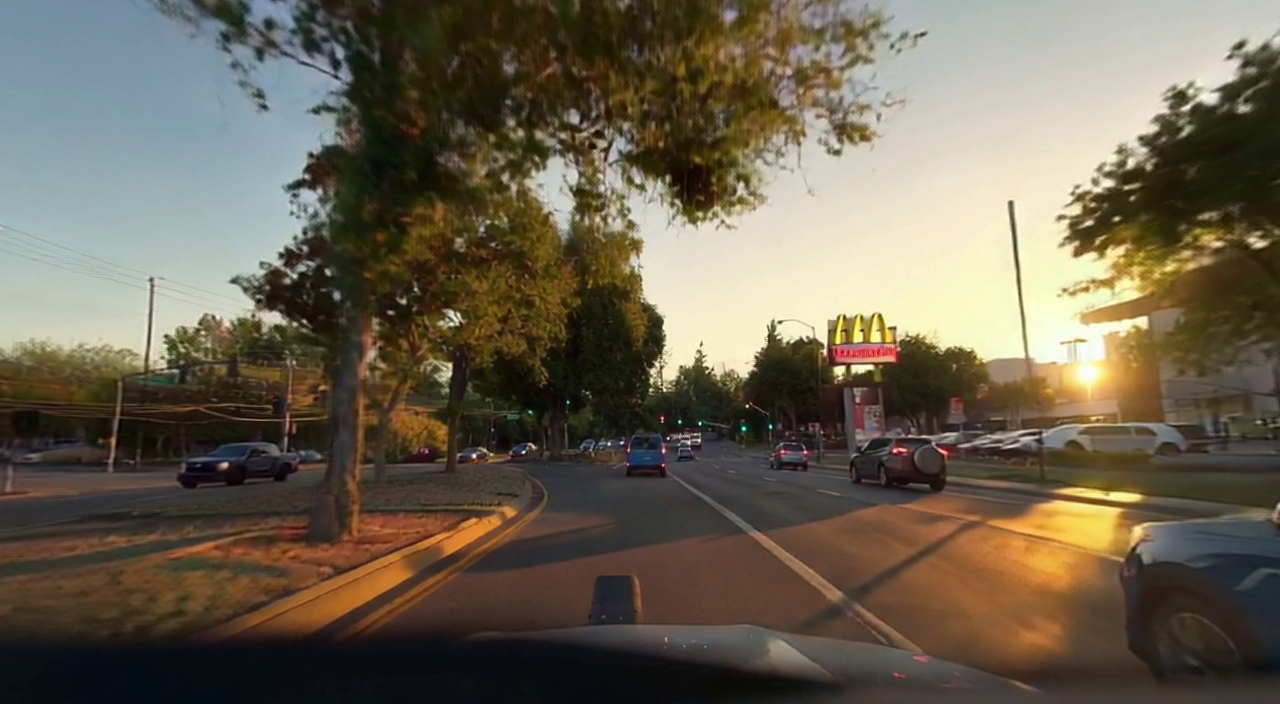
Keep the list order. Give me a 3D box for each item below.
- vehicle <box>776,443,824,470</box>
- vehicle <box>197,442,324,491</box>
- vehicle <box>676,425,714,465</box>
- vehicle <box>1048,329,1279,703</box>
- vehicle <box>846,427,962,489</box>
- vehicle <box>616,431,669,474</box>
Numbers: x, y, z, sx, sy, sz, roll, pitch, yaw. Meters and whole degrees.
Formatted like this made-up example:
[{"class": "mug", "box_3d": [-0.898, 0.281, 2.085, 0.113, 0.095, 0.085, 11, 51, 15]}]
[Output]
[{"class": "vehicle", "box_3d": [9.345, 6.106, 37.127, 1.879, 1.517, 4.006, 0, -8, 2]}, {"class": "vehicle", "box_3d": [-14.443, 4.370, 24.405, 2.136, 1.676, 4.371, -1, -9, 0]}, {"class": "vehicle", "box_3d": [3.774, 6.528, 44.371, 2.239, 2.586, 4.586, 0, -8, 0]}, {"class": "vehicle", "box_3d": [3.481, 0.636, 1.477, 2.076, 1.716, 4.416, 0, -8, 0]}, {"class": "vehicle", "box_3d": [8.378, 3.410, 20.535, 1.977, 1.786, 4.344, 0, -8, 2]}, {"class": "vehicle", "box_3d": [0.063, 4.920, 31.112, 2.402, 1.938, 4.535, 0, -8, -1]}]
